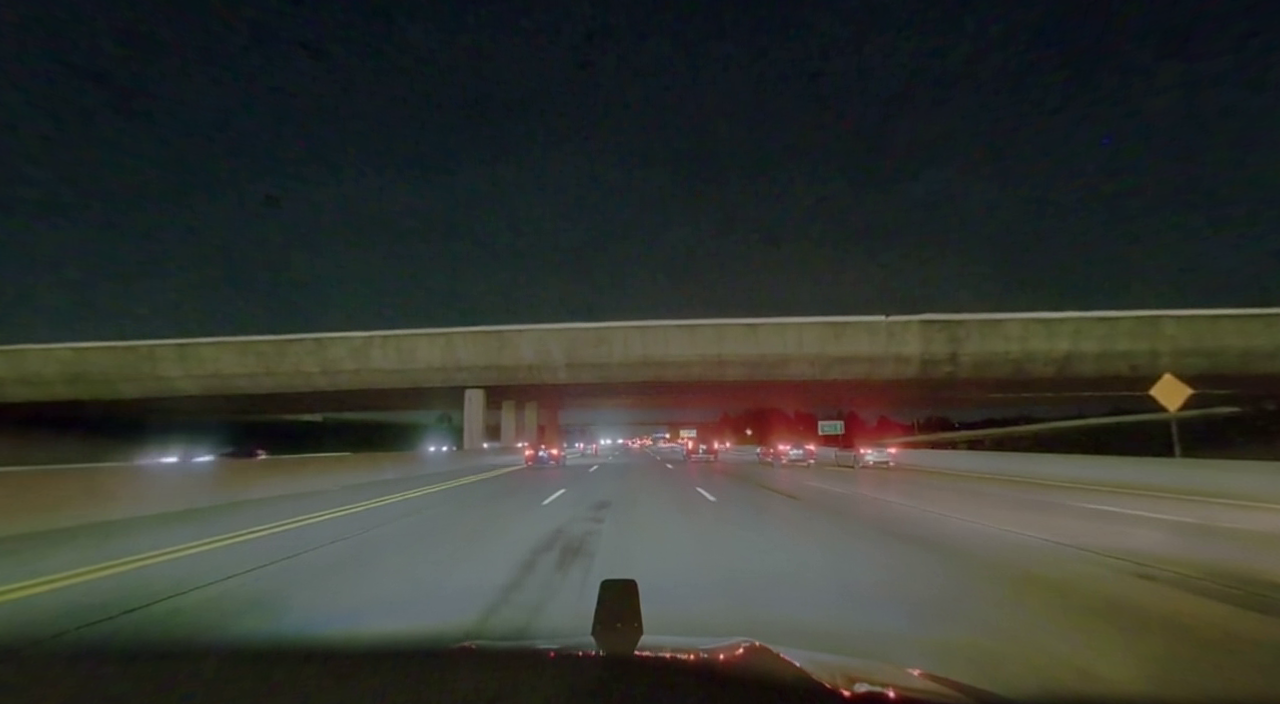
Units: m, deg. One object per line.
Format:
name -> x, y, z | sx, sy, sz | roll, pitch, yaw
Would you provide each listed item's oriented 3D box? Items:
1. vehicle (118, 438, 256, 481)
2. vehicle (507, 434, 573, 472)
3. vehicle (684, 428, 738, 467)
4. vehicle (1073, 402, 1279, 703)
vehicle -> -16.680, 3.965, 23.581 | 1.921, 1.444, 4.551 | 0, -8, -2
vehicle -> -4.169, 4.313, 27.178 | 1.997, 1.476, 4.703 | 0, -8, 1
vehicle -> 3.400, 4.707, 31.162 | 2.072, 1.761, 4.242 | 0, -8, -2
vehicle -> 3.724, 0.823, 1.792 | 1.989, 1.472, 4.322 | 0, -8, 2
